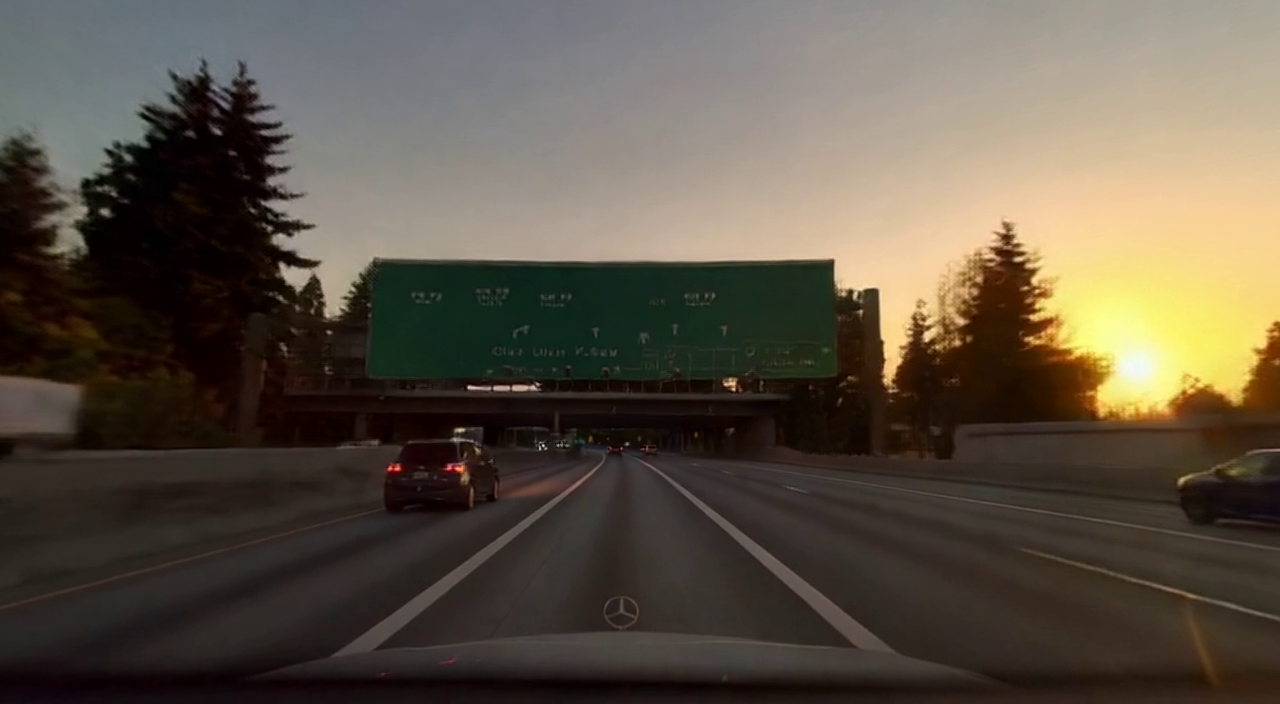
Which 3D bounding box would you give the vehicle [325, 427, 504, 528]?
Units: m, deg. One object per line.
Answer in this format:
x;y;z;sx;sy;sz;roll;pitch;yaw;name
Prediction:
-4.127;2.362;12.265;2.071;1.615;3.868;0;-9;0;vehicle

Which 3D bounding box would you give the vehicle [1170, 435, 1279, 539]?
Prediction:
10.038;1.890;8.748;1.853;1.463;3.780;0;-9;-1;vehicle
